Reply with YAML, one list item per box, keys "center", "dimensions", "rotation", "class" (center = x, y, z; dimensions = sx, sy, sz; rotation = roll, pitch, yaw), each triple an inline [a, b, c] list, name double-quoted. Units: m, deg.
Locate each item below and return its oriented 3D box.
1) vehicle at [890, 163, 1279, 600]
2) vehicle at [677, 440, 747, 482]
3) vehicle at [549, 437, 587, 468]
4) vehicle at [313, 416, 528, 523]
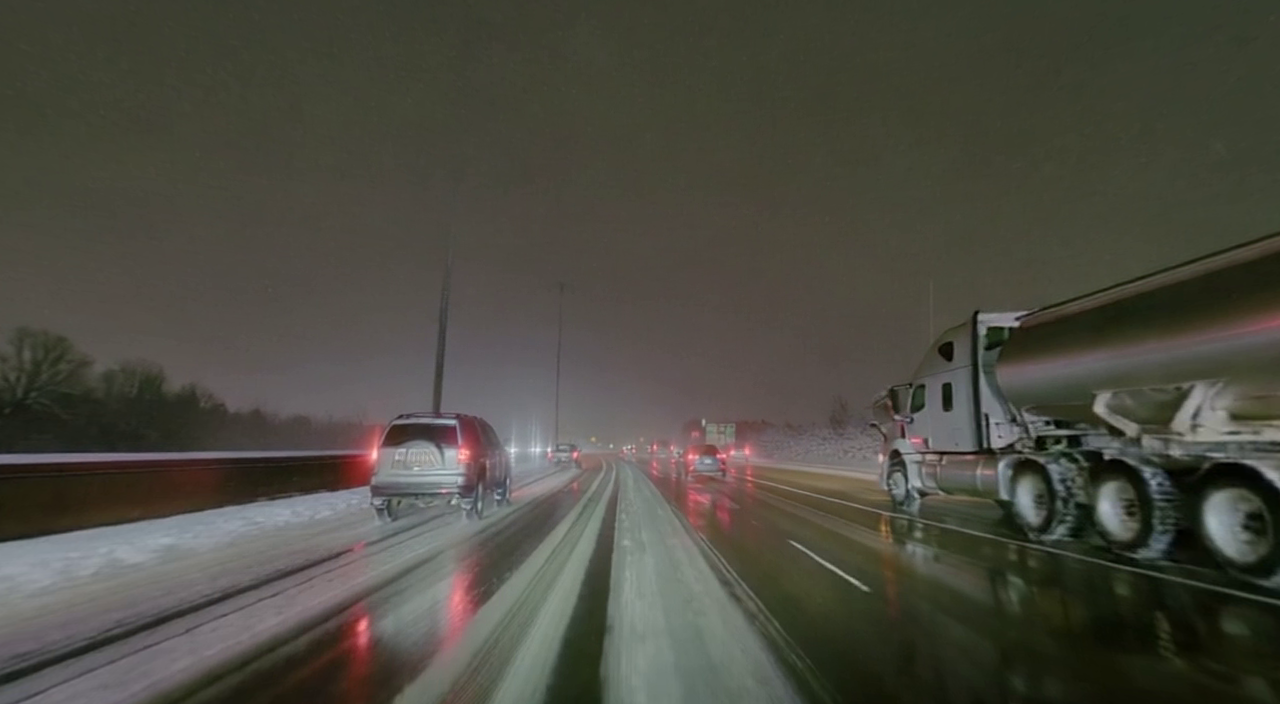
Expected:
- center: [7.381, 0.565, 7.647]
  dimensions: [3.548, 3.827, 11.870]
  rotation: [0, -9, -2]
  class: "vehicle"
- center: [2.786, 4.362, 25.537]
  dimensions: [2.053, 1.510, 4.400]
  rotation: [0, -9, -3]
  class: "vehicle"
- center: [-4.634, 6.507, 41.039]
  dimensions: [2.149, 1.843, 4.348]
  rotation: [0, -9, -3]
  class: "vehicle"
- center: [-4.328, 2.479, 13.925]
  dimensions: [2.684, 1.839, 5.803]
  rotation: [0, -8, 0]
  class: "vehicle"
